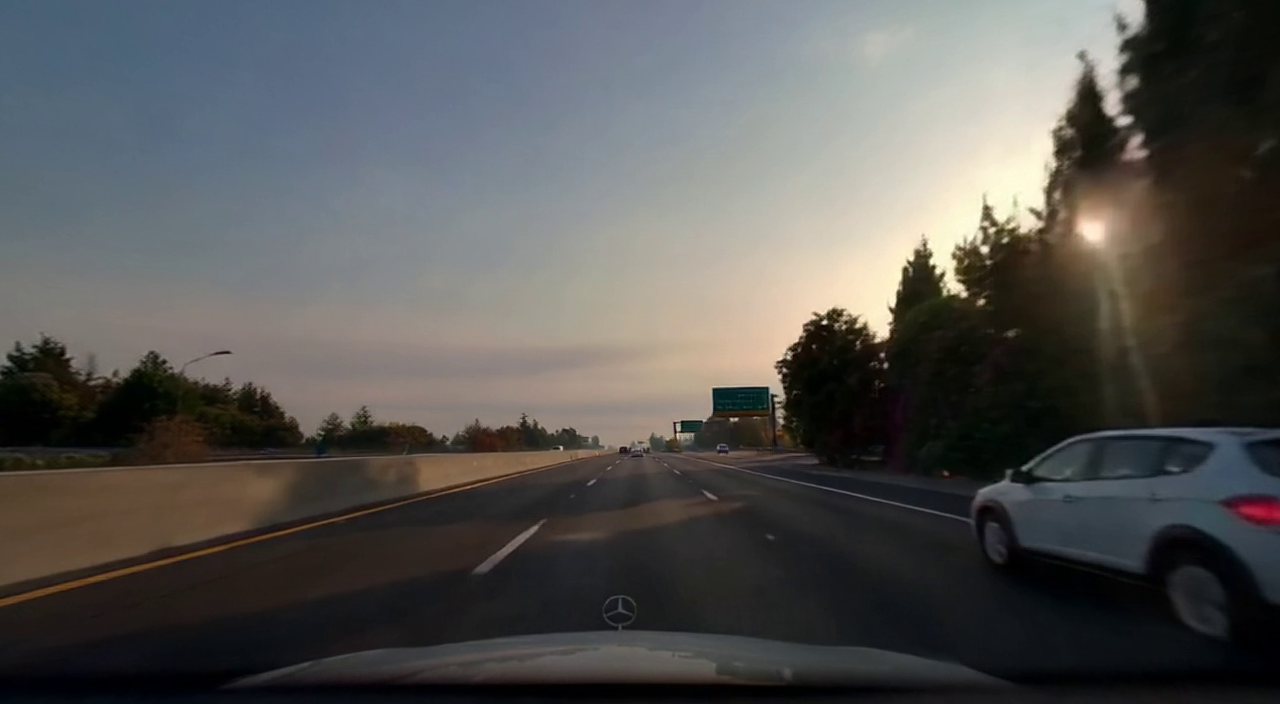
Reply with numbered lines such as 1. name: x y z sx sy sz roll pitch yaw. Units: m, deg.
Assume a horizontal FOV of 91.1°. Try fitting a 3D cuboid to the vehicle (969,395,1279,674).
1. vehicle: 4.541 1.179 4.624 1.984 1.540 3.973 -1 -9 -1
